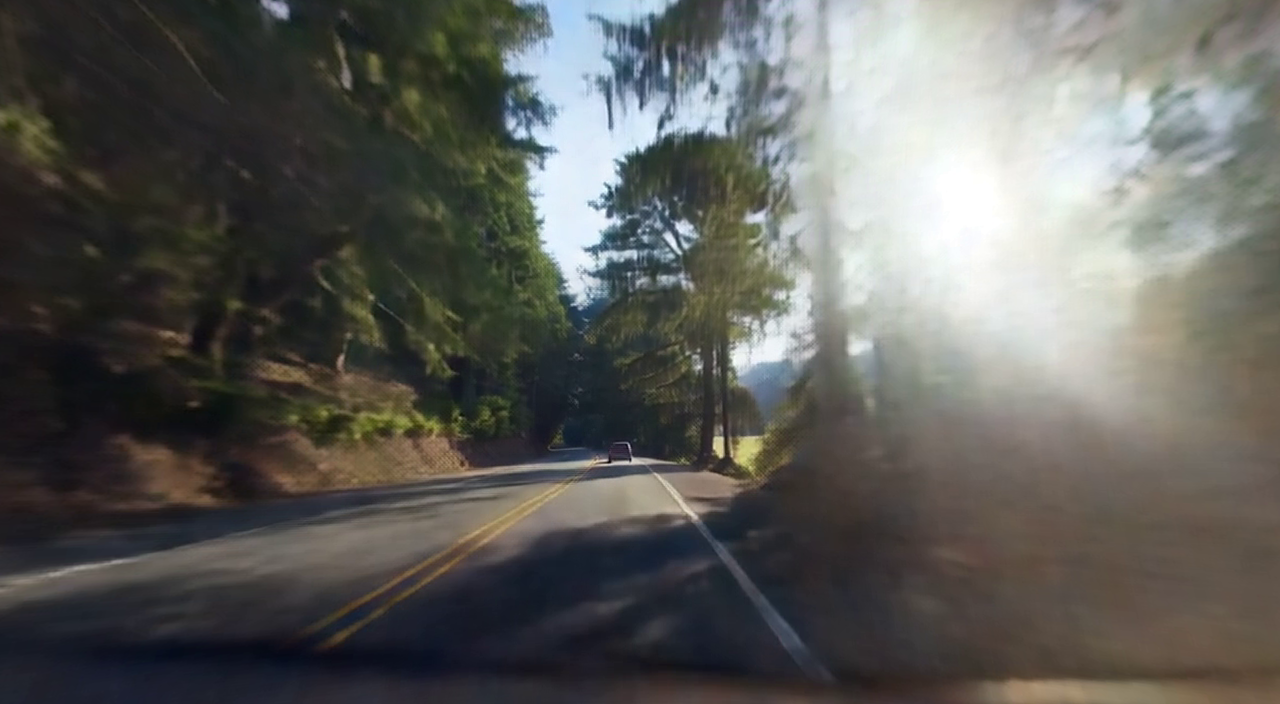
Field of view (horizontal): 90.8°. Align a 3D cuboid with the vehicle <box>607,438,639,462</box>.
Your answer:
[{"bbox_3d":[-1.158,6.505,41.934,2.042,1.489,3.963,0,-8,-2],"label":"vehicle"}]
